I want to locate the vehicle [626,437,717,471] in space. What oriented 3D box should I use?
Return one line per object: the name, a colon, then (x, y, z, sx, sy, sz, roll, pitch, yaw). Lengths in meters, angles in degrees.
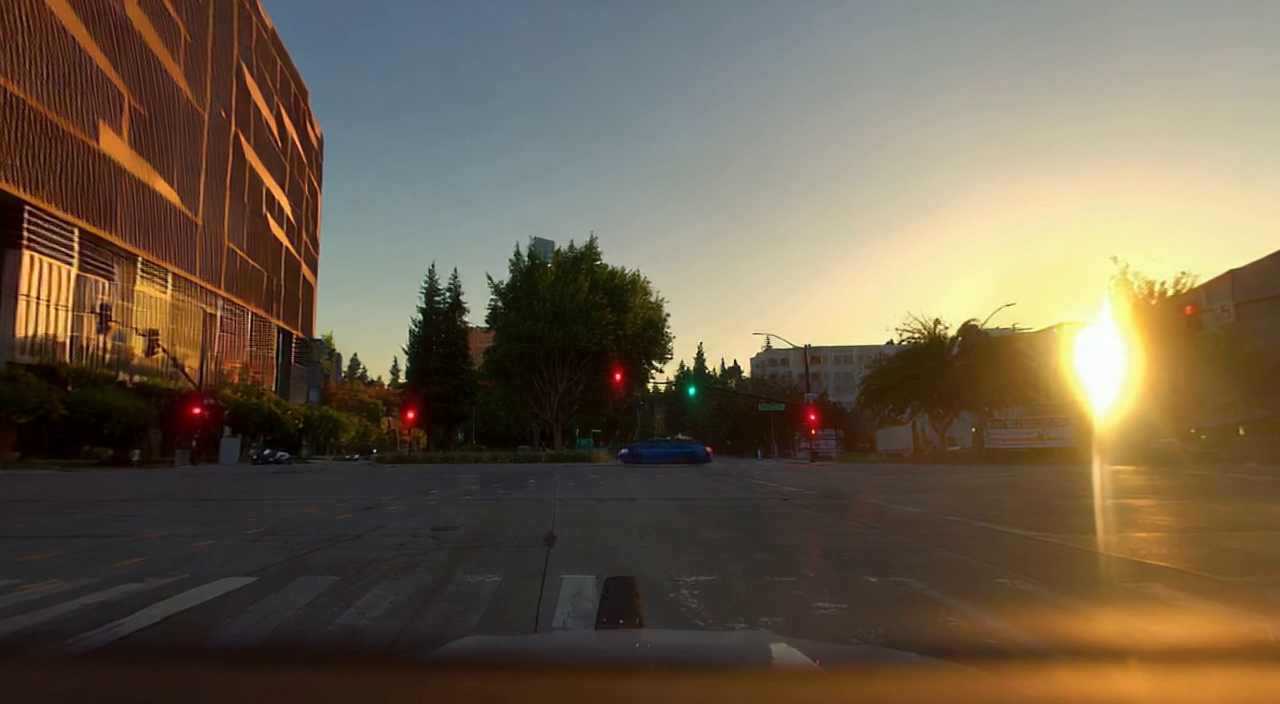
vehicle: (1.611, 5.460, 33.888, 4.639, 1.699, 2.030, 0, -9, -4)
